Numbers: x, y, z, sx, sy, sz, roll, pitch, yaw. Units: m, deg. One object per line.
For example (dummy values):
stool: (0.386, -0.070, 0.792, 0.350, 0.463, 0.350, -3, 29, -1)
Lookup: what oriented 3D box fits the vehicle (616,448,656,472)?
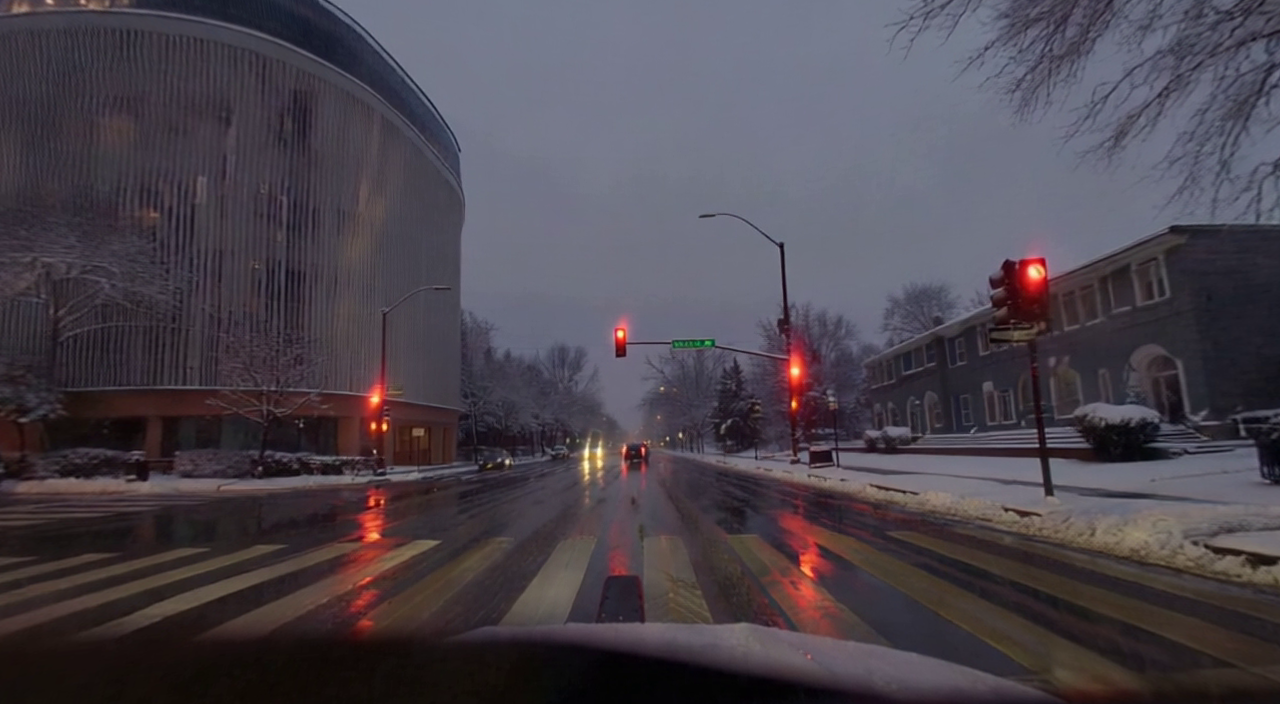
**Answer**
vehicle: (-0.201, 6.965, 41.084, 2.088, 1.452, 4.833, -1, -8, 6)
